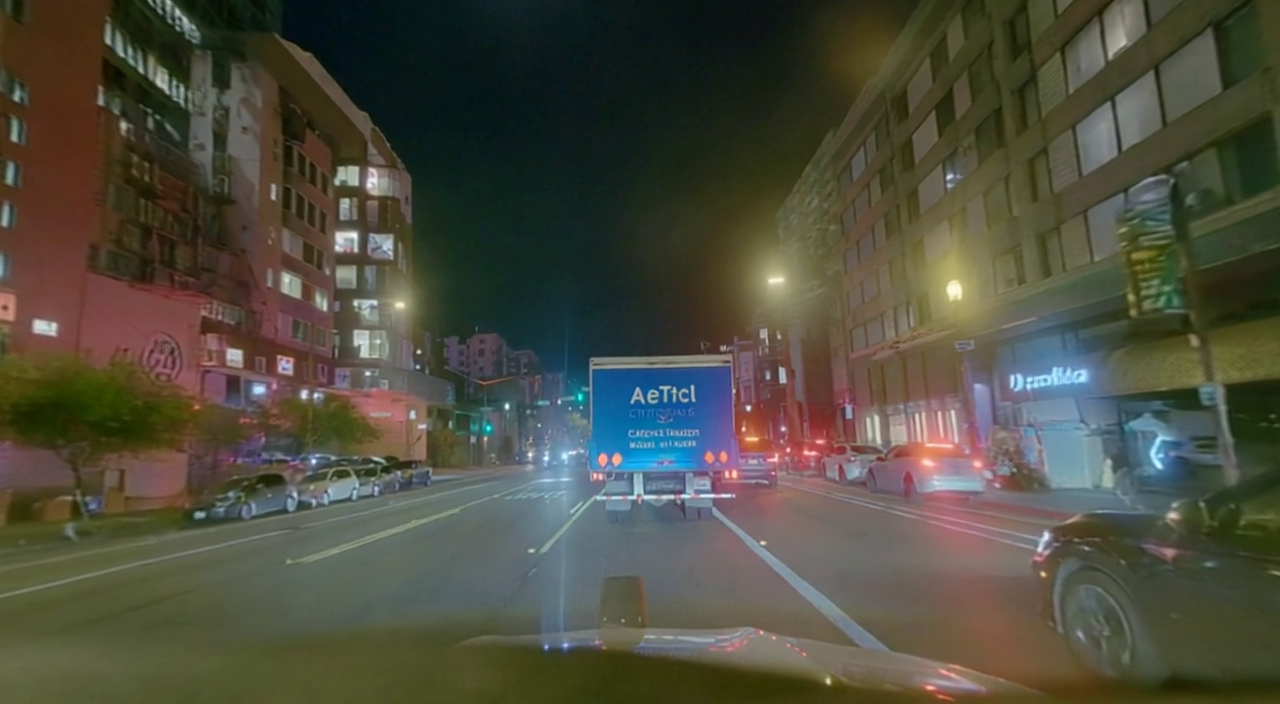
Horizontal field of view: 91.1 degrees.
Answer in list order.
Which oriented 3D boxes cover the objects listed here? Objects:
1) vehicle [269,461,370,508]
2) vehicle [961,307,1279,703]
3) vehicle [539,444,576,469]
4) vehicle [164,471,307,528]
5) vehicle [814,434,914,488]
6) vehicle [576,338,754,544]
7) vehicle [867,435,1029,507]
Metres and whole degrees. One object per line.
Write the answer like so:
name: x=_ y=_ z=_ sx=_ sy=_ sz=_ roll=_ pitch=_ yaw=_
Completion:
vehicle: x=-13.362 y=5.523 z=26.491 sx=1.943 sy=1.682 sz=4.365 roll=0 pitch=-9 yaw=0
vehicle: x=3.421 y=0.739 z=2.355 sx=2.104 sy=1.786 sz=4.498 roll=0 pitch=-9 yaw=1
vehicle: x=-5.978 y=7.625 z=45.883 sx=2.046 sy=1.711 sz=4.320 roll=0 pitch=-8 yaw=1
vehicle: x=-13.464 y=4.898 z=21.286 sx=1.901 sy=1.508 sz=4.405 roll=0 pitch=-8 yaw=0
vehicle: x=7.610 y=3.731 z=21.811 sx=1.946 sy=1.680 sz=4.270 roll=0 pitch=-9 yaw=1
vehicle: x=0.237 y=1.706 z=12.112 sx=2.517 sy=2.926 sz=6.177 roll=0 pitch=-9 yaw=-2
vehicle: x=7.551 y=2.936 z=15.968 sx=1.951 sy=1.548 sz=4.290 roll=0 pitch=-9 yaw=1
